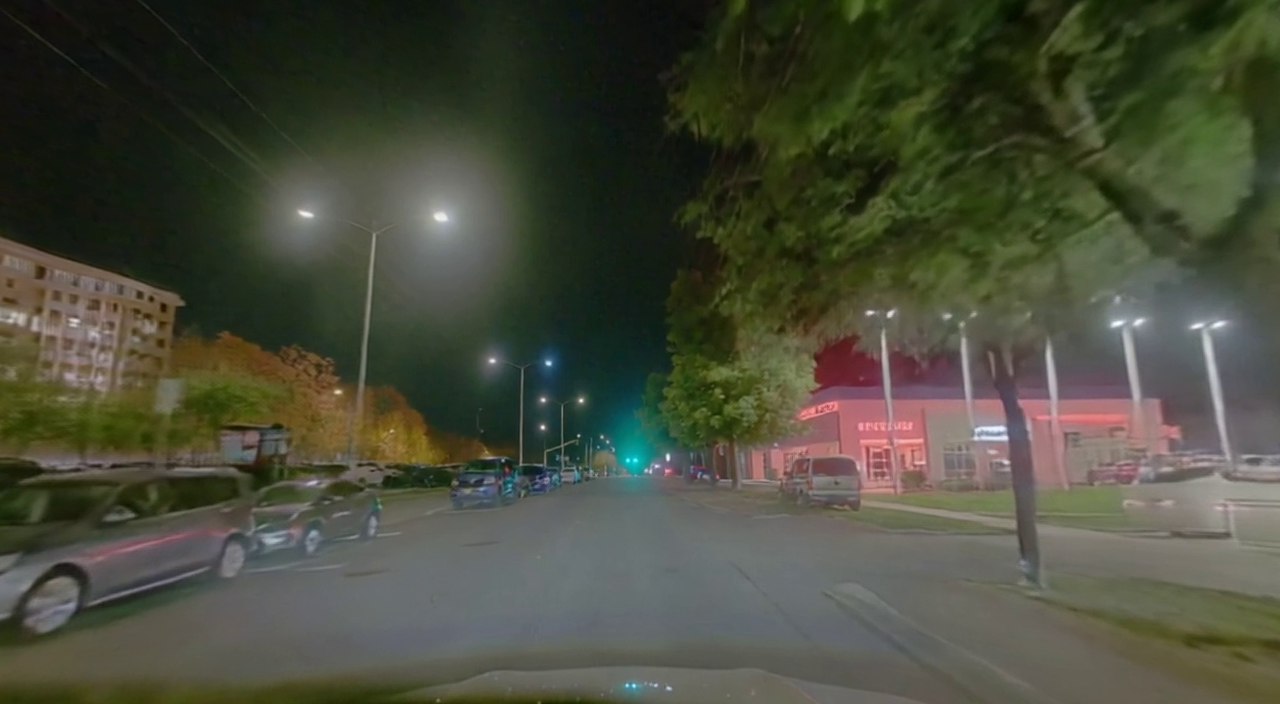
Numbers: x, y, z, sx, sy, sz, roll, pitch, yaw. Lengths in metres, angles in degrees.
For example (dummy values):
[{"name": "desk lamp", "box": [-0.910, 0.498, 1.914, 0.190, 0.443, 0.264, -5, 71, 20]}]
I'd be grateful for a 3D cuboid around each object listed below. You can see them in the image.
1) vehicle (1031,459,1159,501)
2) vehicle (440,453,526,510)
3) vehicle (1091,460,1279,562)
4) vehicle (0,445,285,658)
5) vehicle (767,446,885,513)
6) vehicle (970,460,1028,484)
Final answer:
[{"name": "vehicle", "box": [17.879, 5.064, 25.037, 1.794, 1.486, 3.983, 1, -11, -6]}, {"name": "vehicle", "box": [-6.089, 5.127, 25.214, 2.196, 2.001, 5.548, 1, -11, -3]}, {"name": "vehicle", "box": [10.206, 2.546, 10.338, 1.926, 1.469, 4.654, 1, -11, -4]}, {"name": "vehicle", "box": [-6.002, 1.887, 6.768, 1.957, 1.634, 4.164, 1, -11, -1]}, {"name": "vehicle", "box": [5.577, 3.935, 19.638, 2.054, 1.779, 4.650, 1, -11, -2]}, {"name": "vehicle", "box": [25.470, 8.497, 44.810, 1.698, 1.489, 3.599, -3, -9, -4]}]
